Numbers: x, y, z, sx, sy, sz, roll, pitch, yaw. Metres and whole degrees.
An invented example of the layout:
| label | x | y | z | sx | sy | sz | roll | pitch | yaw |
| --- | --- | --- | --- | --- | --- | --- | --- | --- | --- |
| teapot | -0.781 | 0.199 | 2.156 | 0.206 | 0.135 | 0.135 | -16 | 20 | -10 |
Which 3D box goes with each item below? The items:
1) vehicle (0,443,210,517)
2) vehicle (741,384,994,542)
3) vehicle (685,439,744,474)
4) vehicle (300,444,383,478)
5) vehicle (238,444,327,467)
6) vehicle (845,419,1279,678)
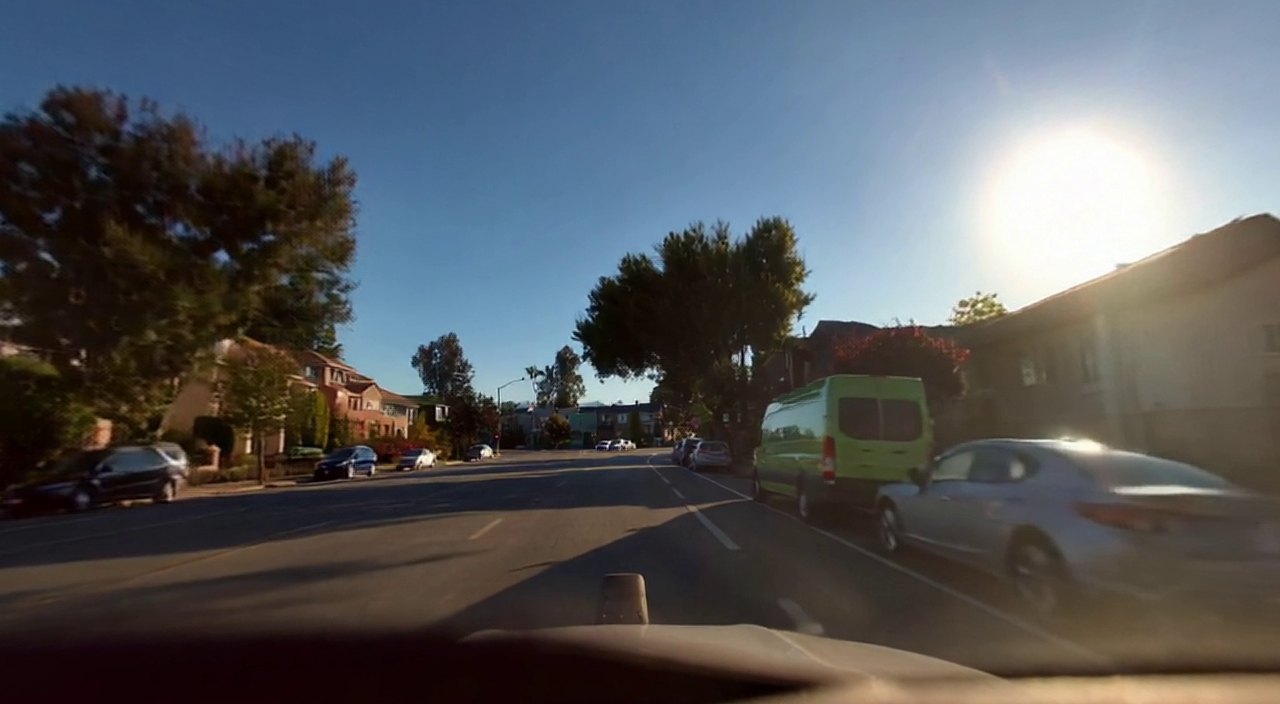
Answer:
| label | x | y | z | sx | sy | sz | roll | pitch | yaw |
| --- | --- | --- | --- | --- | --- | --- | --- | --- | --- |
| vehicle | -14.331 | 3.268 | 16.845 | 2.045 | 1.636 | 5.214 | 0 | -8 | 0 |
| vehicle | 3.582 | 1.937 | 11.525 | 2.521 | 2.168 | 5.478 | 0 | -8 | 0 |
| vehicle | 3.321 | 4.744 | 28.982 | 1.956 | 1.468 | 4.524 | 0 | -8 | -2 |
| vehicle | -14.803 | 5.405 | 31.705 | 1.923 | 1.535 | 4.862 | 0 | -8 | -2 |
| vehicle | -23.079 | 6.701 | 40.918 | 4.599 | 1.433 | 1.863 | 1 | -9 | -3 |
| vehicle | 3.799 | 1.474 | 6.000 | 1.994 | 1.450 | 4.662 | 1 | -8 | -2 |
